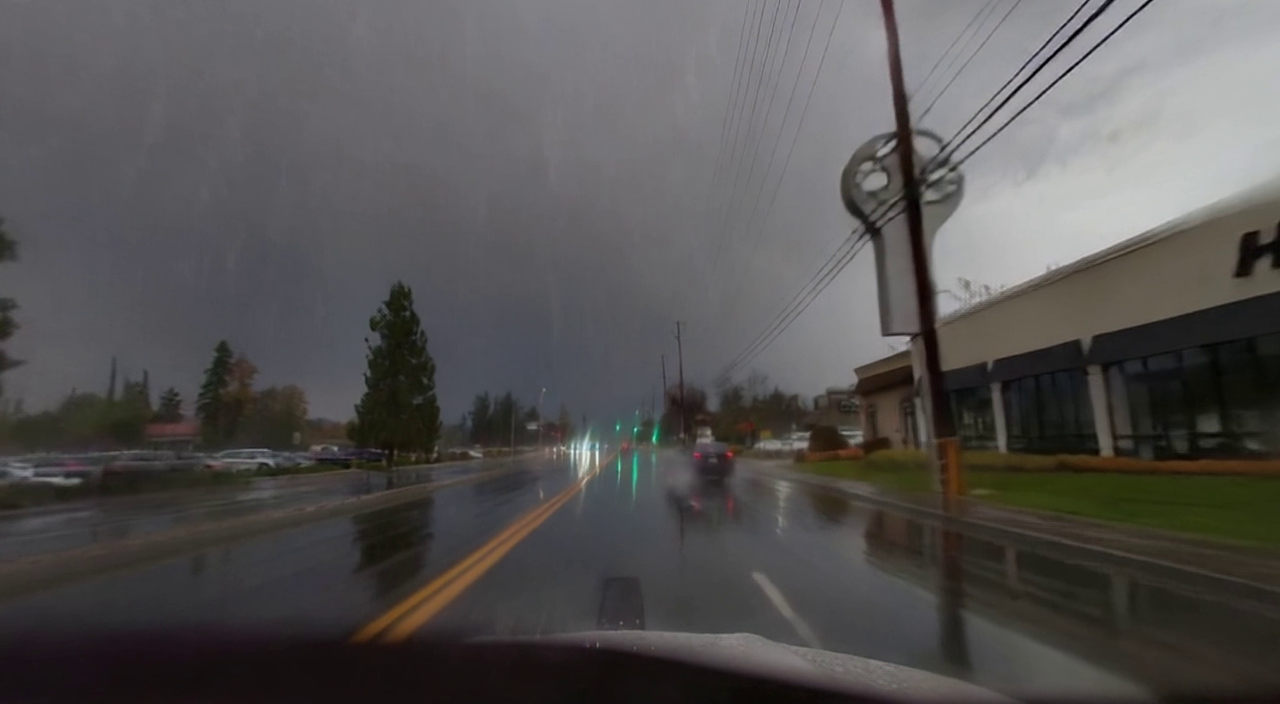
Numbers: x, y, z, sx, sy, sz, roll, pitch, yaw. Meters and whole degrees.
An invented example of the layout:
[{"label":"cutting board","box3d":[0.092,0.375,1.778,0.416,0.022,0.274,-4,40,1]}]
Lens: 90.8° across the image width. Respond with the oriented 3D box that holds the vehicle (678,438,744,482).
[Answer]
[{"label":"vehicle","box3d":[2.593,4.037,23.821,1.975,1.497,3.647,0,-9,-1]}]
